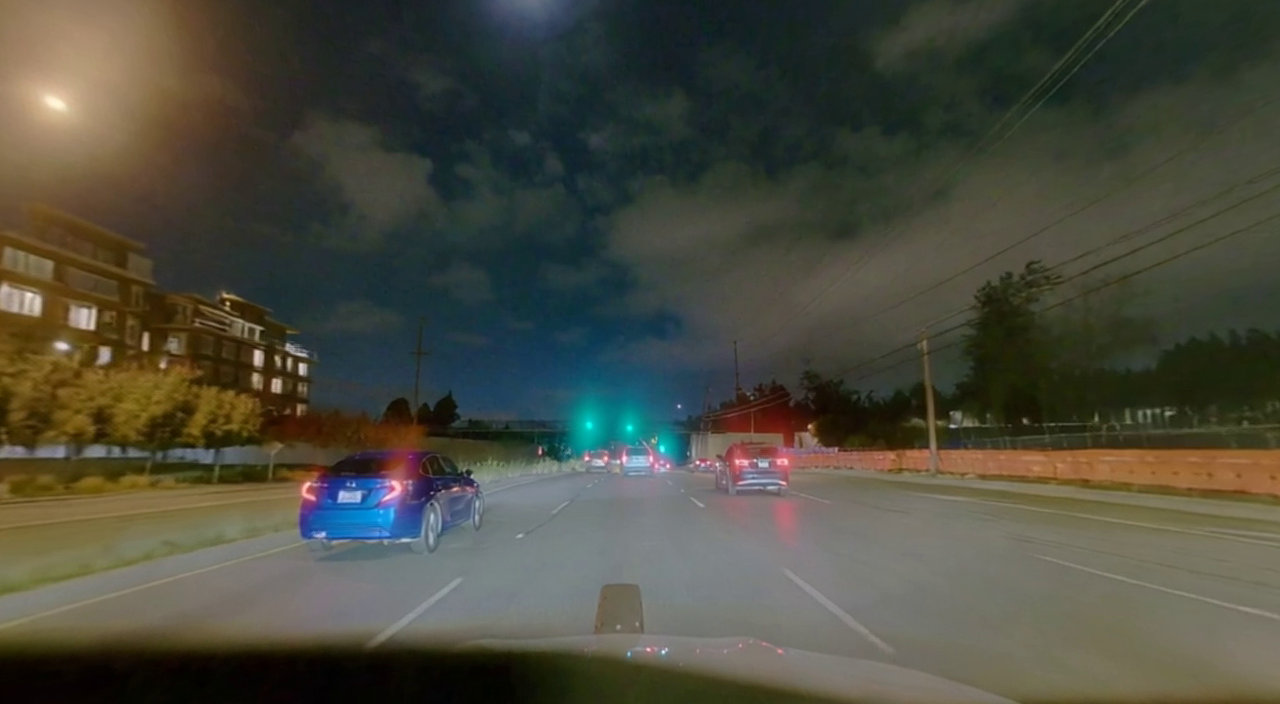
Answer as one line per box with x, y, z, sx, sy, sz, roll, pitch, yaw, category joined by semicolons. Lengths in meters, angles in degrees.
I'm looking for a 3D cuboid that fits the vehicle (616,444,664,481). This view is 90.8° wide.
-0.033;5.585;32.156;2.291;1.714;4.217;0;-8;-1;vehicle

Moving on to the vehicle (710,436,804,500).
3.538;3.590;20.003;2.029;1.797;4.218;0;-8;-2;vehicle

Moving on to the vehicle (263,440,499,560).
-3.715;2.164;10.047;1.968;1.473;4.209;0;-8;0;vehicle

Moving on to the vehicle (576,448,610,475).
-3.476;8.121;47.176;2.190;1.832;4.417;0;-8;0;vehicle
